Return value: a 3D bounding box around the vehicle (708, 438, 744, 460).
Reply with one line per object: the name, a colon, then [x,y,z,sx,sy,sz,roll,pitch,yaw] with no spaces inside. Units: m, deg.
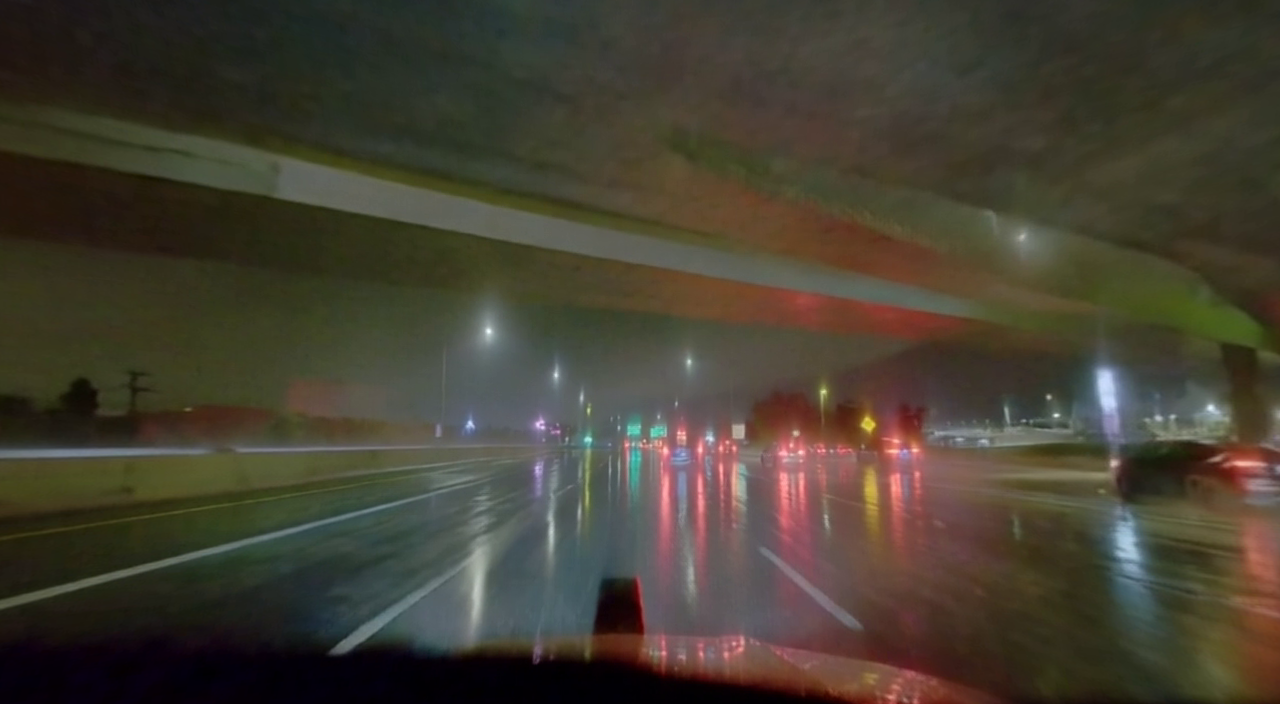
vehicle: [6.652,7.586,49.337,2.075,1.611,4.421,0,-8,-2]
